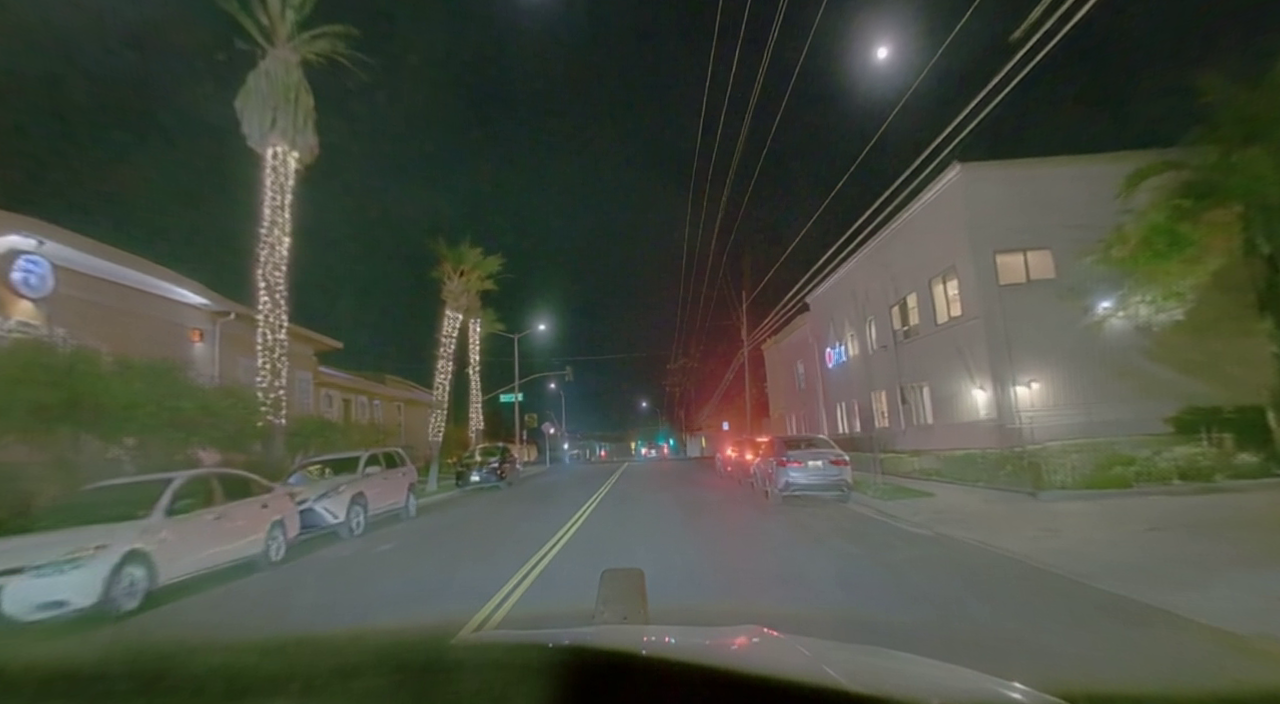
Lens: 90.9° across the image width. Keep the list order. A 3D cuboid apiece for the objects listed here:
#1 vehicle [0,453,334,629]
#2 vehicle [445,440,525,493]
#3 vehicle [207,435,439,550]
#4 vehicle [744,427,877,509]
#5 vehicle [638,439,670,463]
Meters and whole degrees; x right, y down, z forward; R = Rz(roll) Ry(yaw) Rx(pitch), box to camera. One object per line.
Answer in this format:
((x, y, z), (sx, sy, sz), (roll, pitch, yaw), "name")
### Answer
((-6.000, 2.141, 8.188), (1.931, 1.574, 4.360), (0, -8, -2), "vehicle")
((-5.962, 4.440, 24.950), (2.126, 1.864, 4.831), (0, -8, -2), "vehicle")
((-6.139, 2.732, 13.216), (2.007, 1.876, 5.361), (0, -8, 1), "vehicle")
((3.791, 2.674, 14.994), (1.948, 1.607, 4.873), (-1, -8, 2), "vehicle")
((0.896, 6.939, 44.273), (2.125, 1.524, 4.404), (0, -8, 0), "vehicle")
